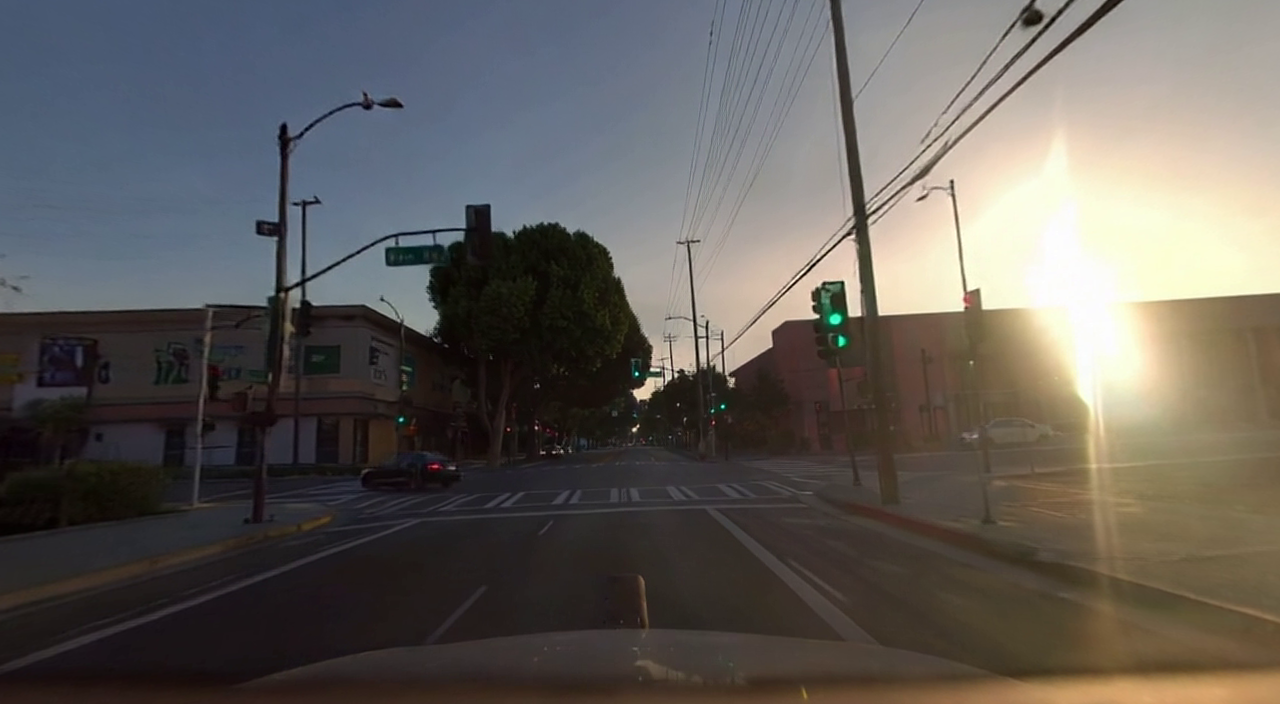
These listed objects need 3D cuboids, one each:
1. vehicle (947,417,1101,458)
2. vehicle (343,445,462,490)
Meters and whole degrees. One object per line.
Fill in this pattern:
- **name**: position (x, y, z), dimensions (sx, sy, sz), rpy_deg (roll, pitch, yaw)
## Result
- **vehicle**: position (14.573, 3.270, 24.185), dimensions (4.632, 1.484, 1.907), rpy_deg (0, -9, -1)
- **vehicle**: position (-9.546, 4.560, 25.305), dimensions (4.624, 1.478, 2.118), rpy_deg (-6, -6, 33)
